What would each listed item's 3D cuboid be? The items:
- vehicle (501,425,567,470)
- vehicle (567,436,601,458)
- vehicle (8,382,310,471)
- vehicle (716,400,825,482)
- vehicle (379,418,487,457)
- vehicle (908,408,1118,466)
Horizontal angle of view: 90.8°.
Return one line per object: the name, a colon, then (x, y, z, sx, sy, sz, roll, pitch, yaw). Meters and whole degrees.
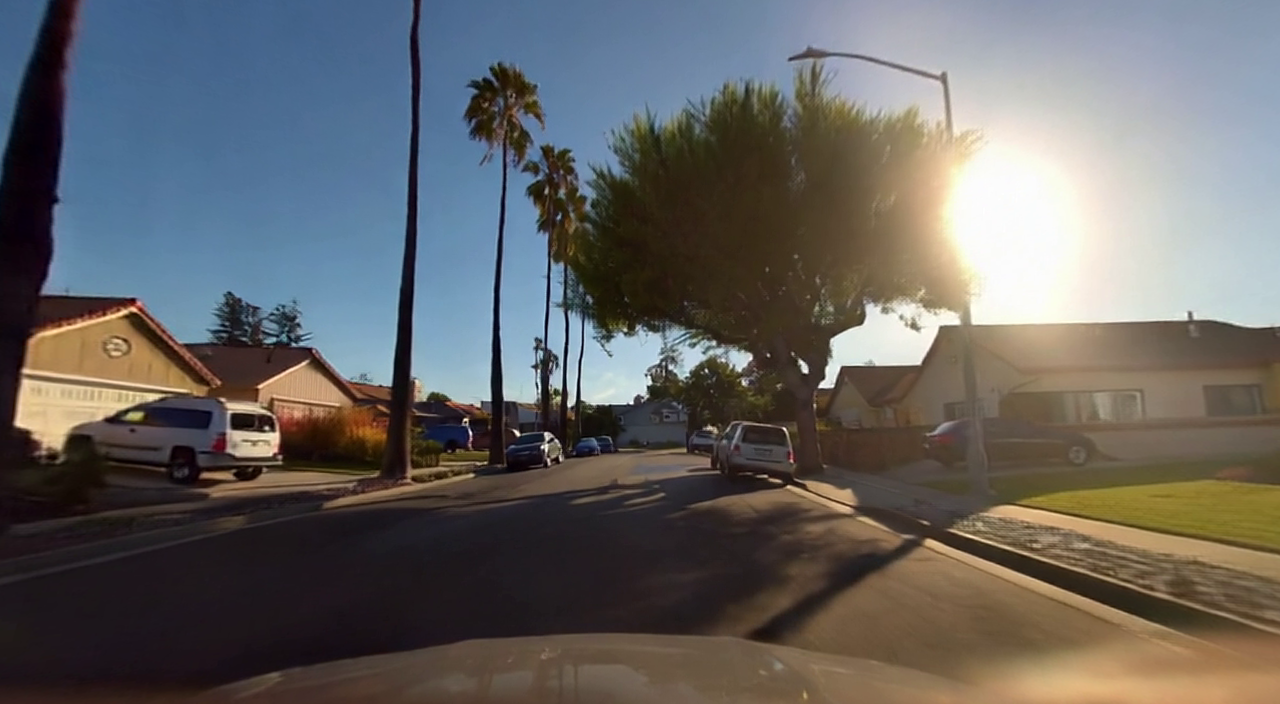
vehicle: (-4.587, 4.185, 28.121, 2.147, 1.823, 4.725, 0, -7, 0)
vehicle: (-4.052, 6.971, 46.244, 2.080, 1.479, 4.531, 0, -10, 0)
vehicle: (-11.346, 1.818, 15.300, 5.340, 1.948, 2.398, 0, -8, 2)
vehicle: (3.661, 2.683, 19.061, 2.184, 2.038, 6.212, 0, -8, 2)
vehicle: (-11.016, 4.587, 33.935, 4.991, 1.947, 2.329, 0, -8, -1)
vehicle: (10.243, 2.371, 17.675, 4.643, 1.520, 1.826, 0, -8, 4)
